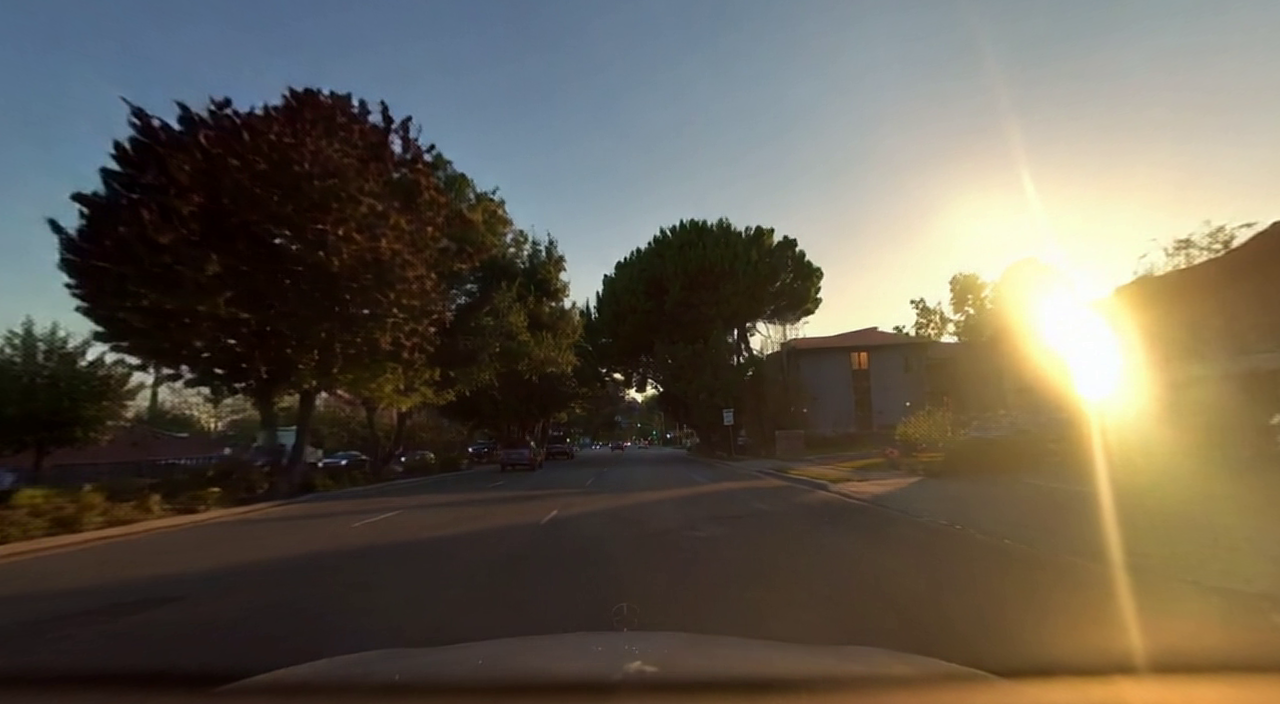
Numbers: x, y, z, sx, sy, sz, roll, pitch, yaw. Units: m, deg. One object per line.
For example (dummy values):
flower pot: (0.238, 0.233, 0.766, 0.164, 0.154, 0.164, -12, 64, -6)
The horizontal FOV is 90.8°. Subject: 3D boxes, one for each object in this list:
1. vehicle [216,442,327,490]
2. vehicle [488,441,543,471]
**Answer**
vehicle: (-14.763, 4.561, 25.627, 1.947, 1.784, 4.175, 0, -9, 0)
vehicle: (-6.449, 5.439, 33.311, 1.970, 1.456, 4.441, 0, -9, 0)
